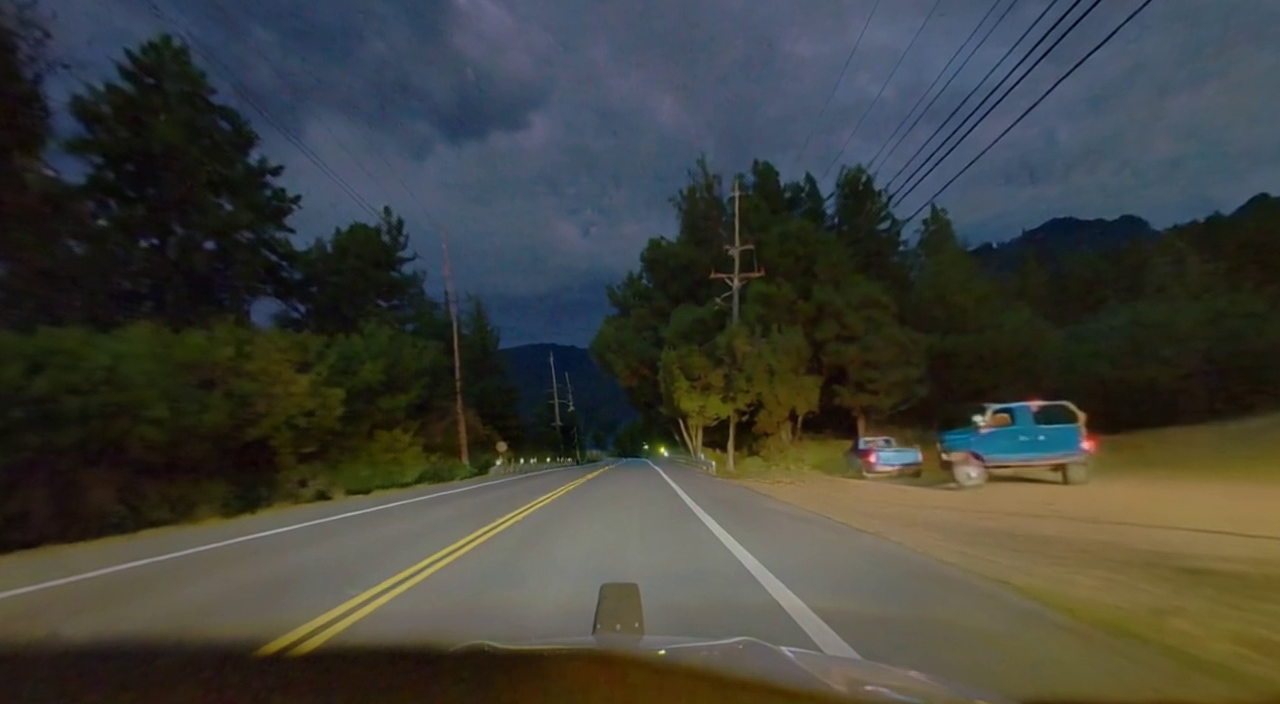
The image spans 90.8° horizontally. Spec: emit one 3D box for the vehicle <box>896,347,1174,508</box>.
[{"bbox_3d":[14.748,3.479,26.921,3.172,4.493,18.371,-2,-9,10],"label":"vehicle"}]

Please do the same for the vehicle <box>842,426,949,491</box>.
[{"bbox_3d":[12.158,5.088,30.785,2.986,2.613,6.442,-5,-8,6],"label":"vehicle"}]
